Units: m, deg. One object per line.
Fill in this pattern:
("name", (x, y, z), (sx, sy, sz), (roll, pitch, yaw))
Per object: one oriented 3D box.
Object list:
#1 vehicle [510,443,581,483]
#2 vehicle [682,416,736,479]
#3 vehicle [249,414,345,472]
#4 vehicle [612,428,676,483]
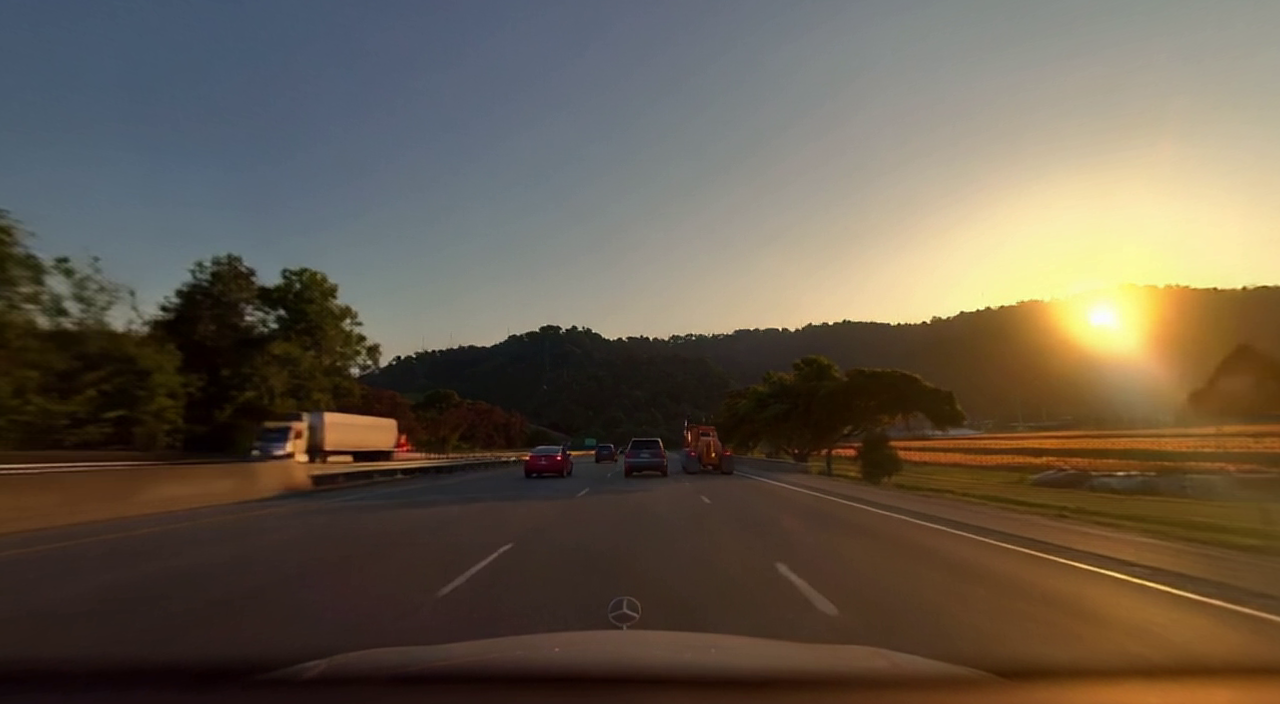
("vehicle", (-3.740, 4.452, 25.732), (2.096, 1.469, 4.319), (0, -8, 2))
("vehicle", (4.550, 6.561, 43.621), (2.793, 3.828, 9.580), (0, -8, 1))
("vehicle", (-24.805, 6.649, 46.041), (2.939, 3.843, 6.931), (0, -8, 0))
("vehicle", (0.165, 4.094, 25.206), (2.308, 1.993, 4.631), (0, -8, 1))
